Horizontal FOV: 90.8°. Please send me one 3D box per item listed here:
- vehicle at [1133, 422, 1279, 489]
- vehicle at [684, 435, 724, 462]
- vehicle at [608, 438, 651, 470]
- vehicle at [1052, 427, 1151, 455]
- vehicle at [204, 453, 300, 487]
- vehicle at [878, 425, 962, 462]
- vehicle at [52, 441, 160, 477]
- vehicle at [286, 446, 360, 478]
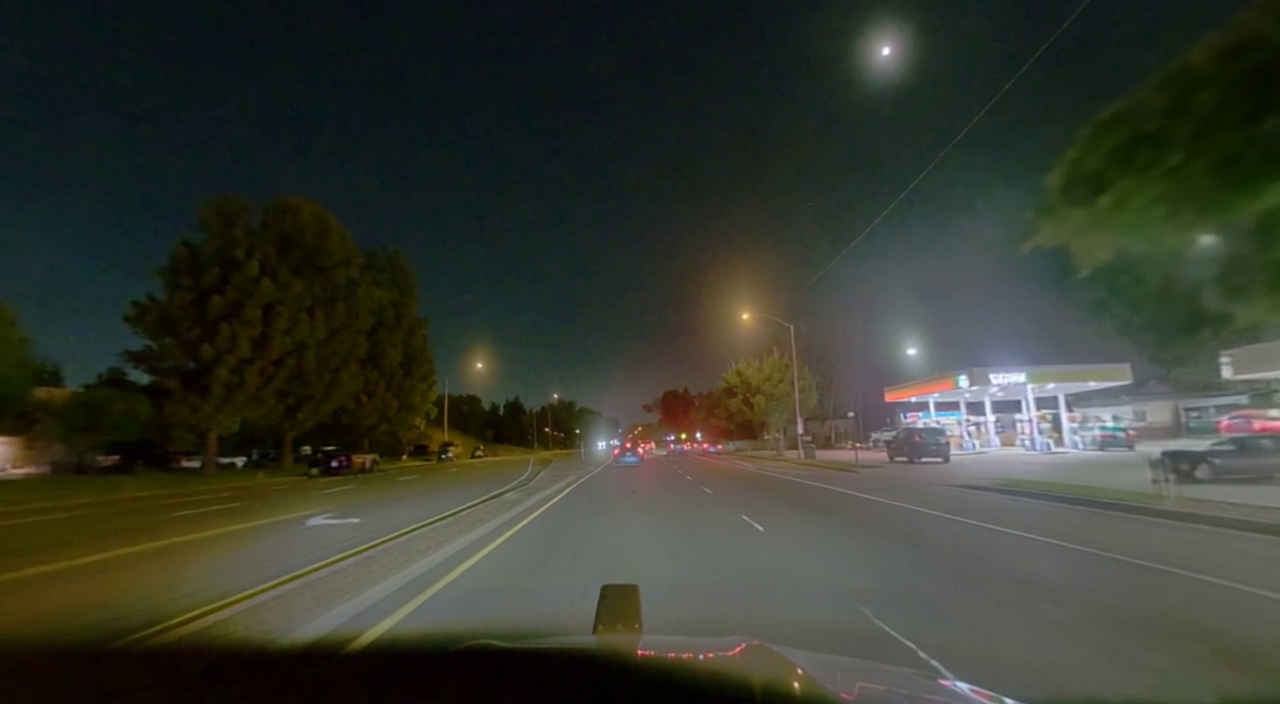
[{"bbox_3d":[15.296,2.584,15.988,2.001,1.479,4.696,-1,-8,3],"label":"vehicle"},{"bbox_3d":[4.617,6.811,44.697,2.117,1.757,4.969,-2,-9,14],"label":"vehicle"},{"bbox_3d":[-0.513,5.086,31.677,2.052,1.488,3.779,0,-8,0],"label":"vehicle"},{"bbox_3d":[25.616,4.983,35.320,2.045,1.478,4.685,0,-8,0],"label":"vehicle"},{"bbox_3d":[-18.842,5.709,30.954,1.797,1.461,4.536,0,-8,0],"label":"vehicle"},{"bbox_3d":[15.315,5.082,34.959,2.368,1.868,4.724,0,-8,-1],"label":"vehicle"},{"bbox_3d":[-31.854,6.400,37.809,4.384,2.079,2.066,0,-9,-3],"label":"vehicle"},{"bbox_3d":[-18.847,6.531,37.853,2.004,1.758,4.594,0,-8,0],"label":"vehicle"}]
